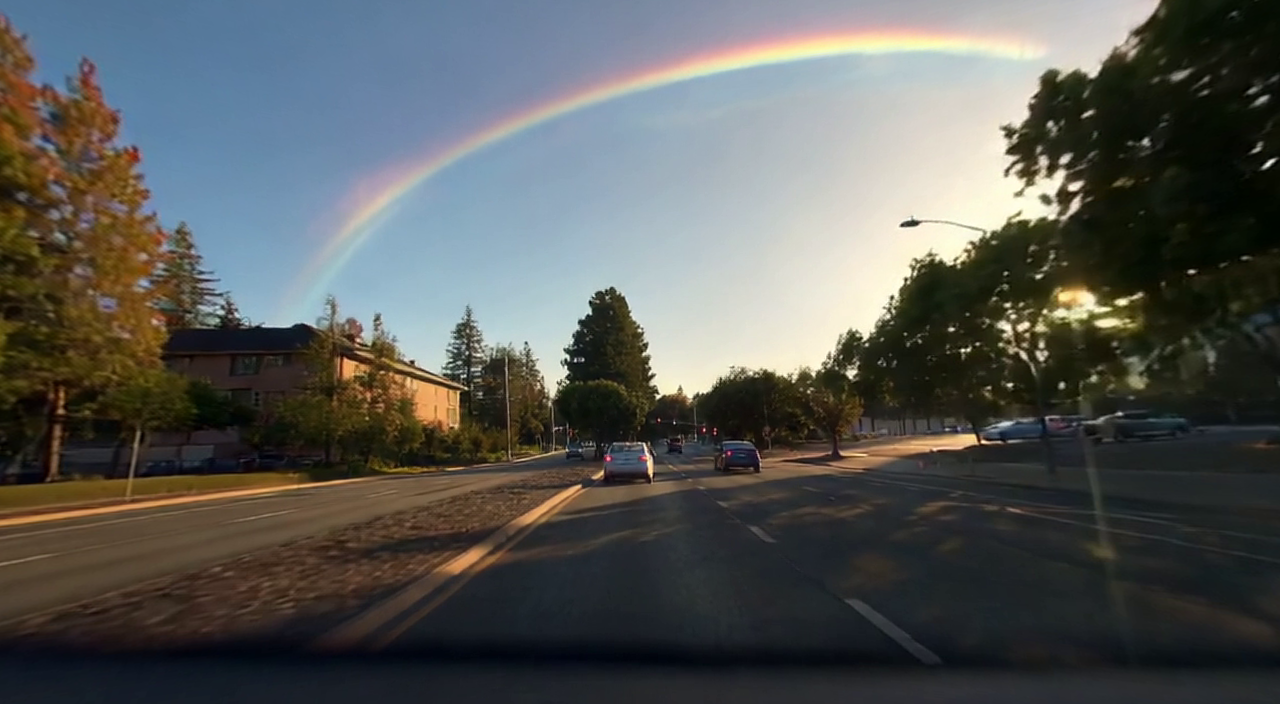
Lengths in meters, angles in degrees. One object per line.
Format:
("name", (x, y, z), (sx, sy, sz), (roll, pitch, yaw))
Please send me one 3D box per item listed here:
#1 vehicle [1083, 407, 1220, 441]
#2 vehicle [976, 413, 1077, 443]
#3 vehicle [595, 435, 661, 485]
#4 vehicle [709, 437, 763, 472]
("vehicle", (22.651, 3.216, 28.094), (4.441, 1.444, 1.870), (0, -7, 0))
("vehicle", (22.356, 4.430, 36.658), (4.531, 1.432, 1.949), (-3, -8, -1))
("vehicle", (-0.378, 3.850, 22.824), (2.181, 1.639, 4.127), (0, -8, 1))
("vehicle", (4.743, 5.099, 31.703), (1.987, 1.613, 4.081), (0, -8, -1))
